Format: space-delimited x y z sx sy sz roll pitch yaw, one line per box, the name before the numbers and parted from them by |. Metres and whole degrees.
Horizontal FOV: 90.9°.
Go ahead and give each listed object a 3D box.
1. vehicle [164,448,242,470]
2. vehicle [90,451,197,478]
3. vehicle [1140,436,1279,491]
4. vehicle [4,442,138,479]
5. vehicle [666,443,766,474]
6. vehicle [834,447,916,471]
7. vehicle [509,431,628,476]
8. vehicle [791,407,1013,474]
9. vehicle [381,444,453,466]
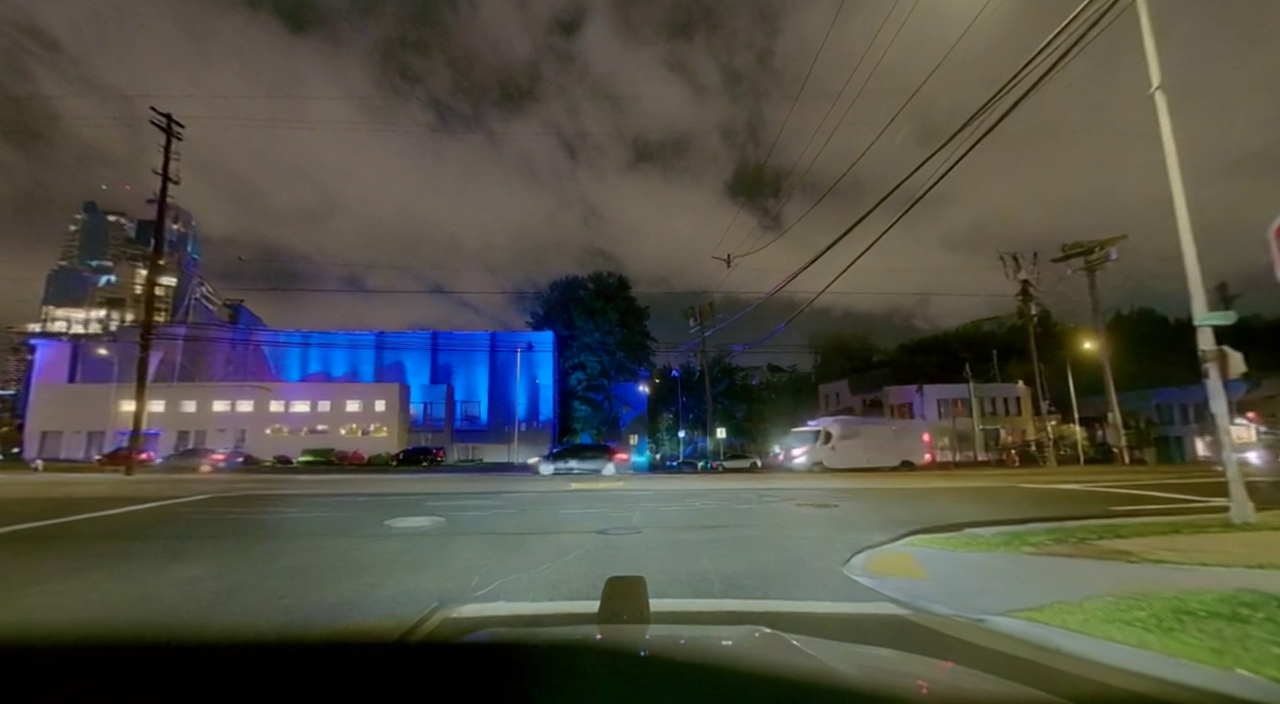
vehicle | -34.282 8.393 49.539 4.674 1.716 1.860 0 -8 -1
vehicle | -30.242 6.849 38.465 4.869 1.517 1.819 0 -8 -2
vehicle | 17.564 3.197 18.253 4.645 1.464 2.033 1 -8 -7
vehicle | -28.537 5.433 31.744 4.689 1.803 1.958 0 -8 -2
vehicle | 3.851 5.473 32.510 4.855 1.493 1.831 1 -8 -3
vehicle | 14.705 6.720 39.575 4.400 1.419 1.711 0 -8 -3
vehicle | -3.178 4.627 28.879 5.213 1.960 2.099 0 -8 -2
vehicle | 17.949 6.130 43.656 14.239 4.056 2.970 2 -8 -4
vehicle | -17.377 8.049 49.276 4.952 1.662 1.935 0 -8 -2
